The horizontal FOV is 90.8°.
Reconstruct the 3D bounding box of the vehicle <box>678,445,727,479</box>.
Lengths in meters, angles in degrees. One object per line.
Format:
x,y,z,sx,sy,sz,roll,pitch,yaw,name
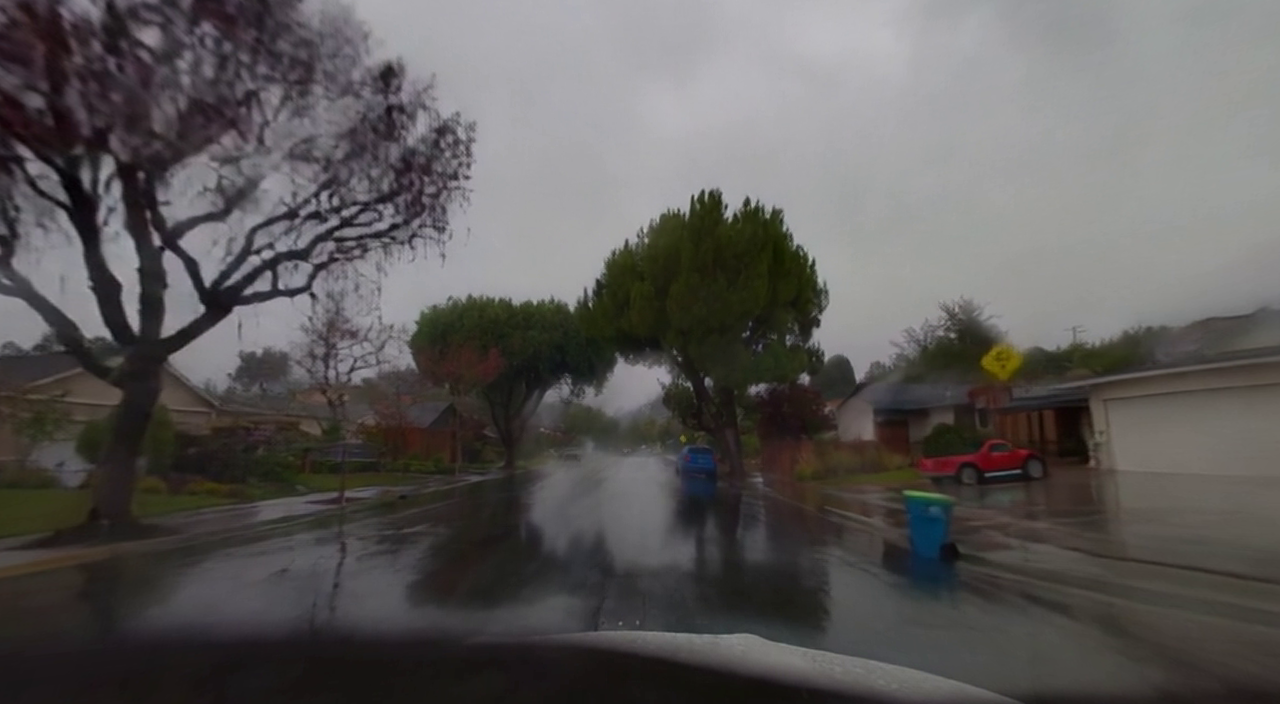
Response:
3.139,5.616,32.522,2.114,1.633,4.042,0,-9,0,vehicle
